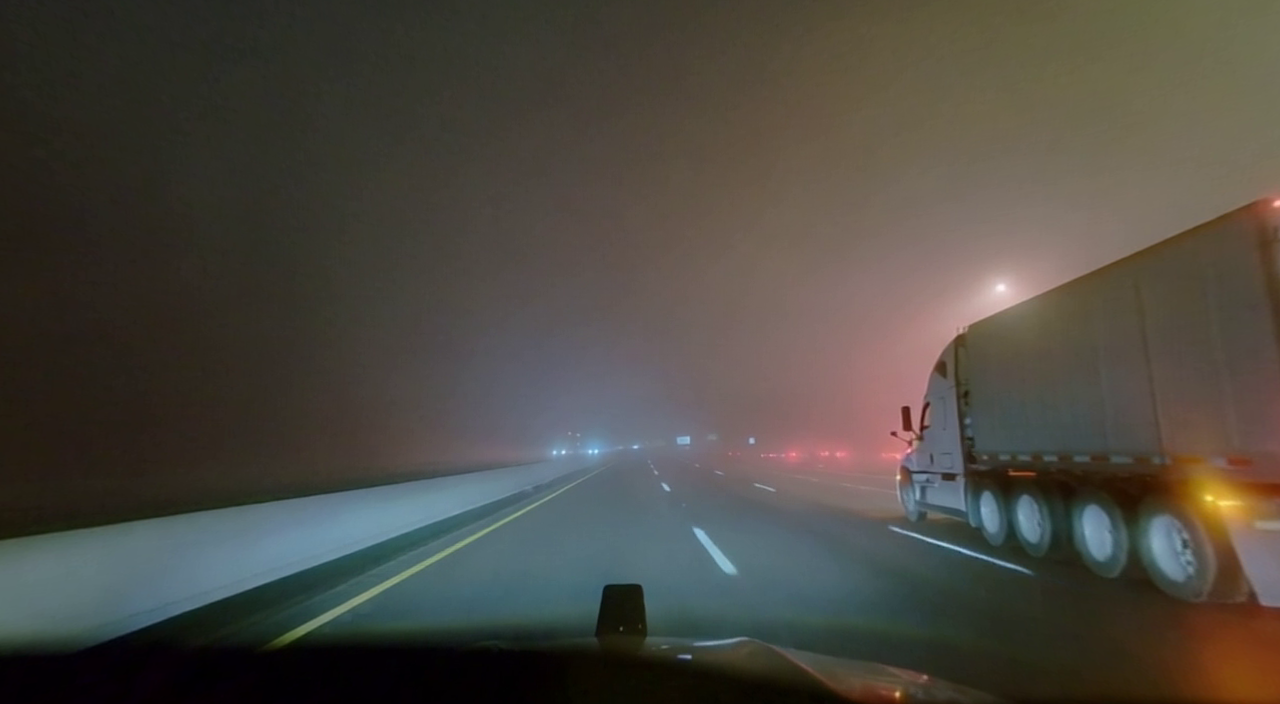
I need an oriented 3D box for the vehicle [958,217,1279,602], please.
[{"bbox_3d":[6.713,0.700,6.674,2.690,3.197,7.515,0,-9,0],"label":"vehicle"}]
